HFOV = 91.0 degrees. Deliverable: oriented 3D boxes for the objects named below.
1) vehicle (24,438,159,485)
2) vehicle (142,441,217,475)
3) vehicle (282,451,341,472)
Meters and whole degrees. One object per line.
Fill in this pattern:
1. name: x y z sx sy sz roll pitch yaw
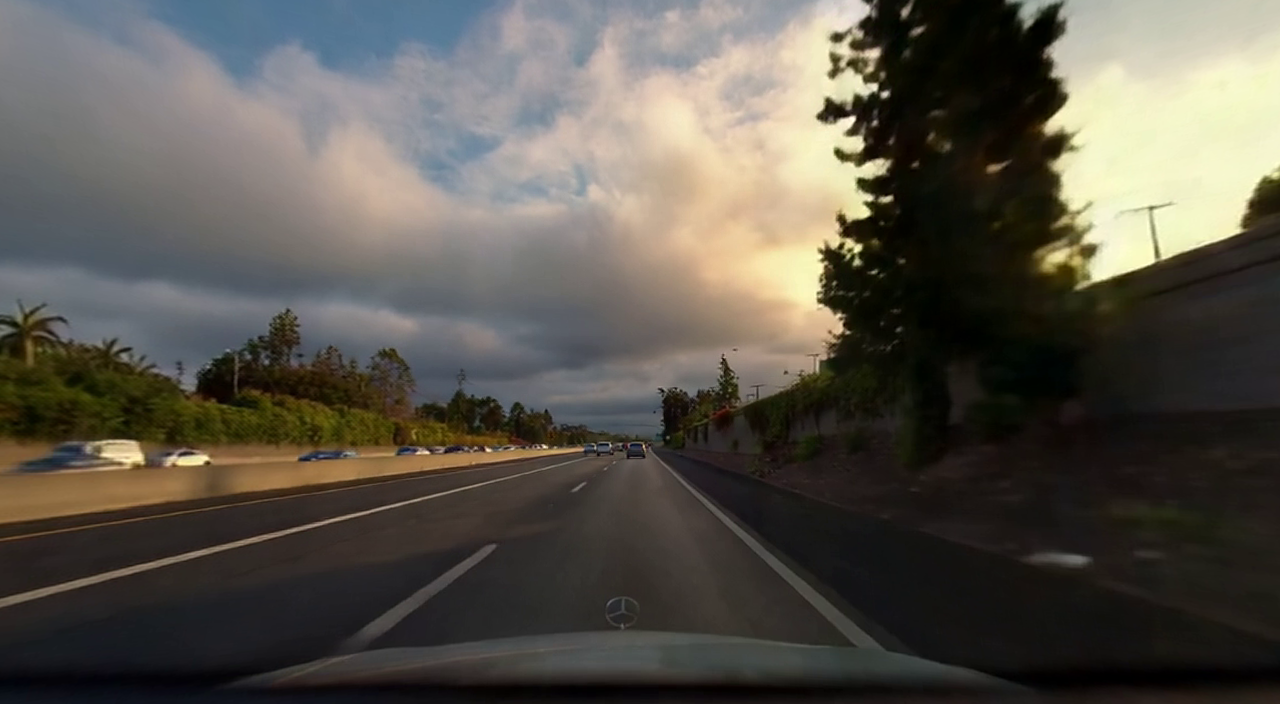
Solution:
1. vehicle: -29.646 5.911 34.351 2.279 2.293 5.544 0 -9 0
2. vehicle: -33.466 7.684 45.905 2.249 2.289 4.150 0 -9 0
3. vehicle: -25.956 8.631 49.995 2.033 1.555 4.737 0 -9 1
